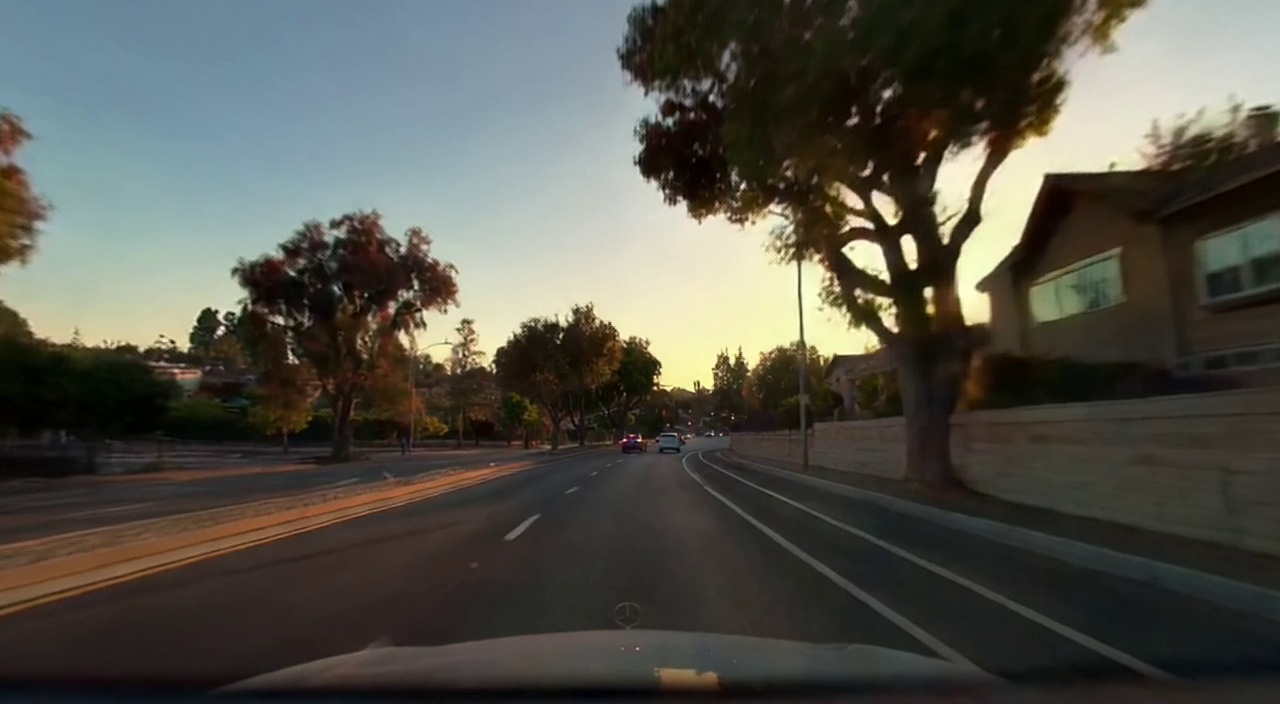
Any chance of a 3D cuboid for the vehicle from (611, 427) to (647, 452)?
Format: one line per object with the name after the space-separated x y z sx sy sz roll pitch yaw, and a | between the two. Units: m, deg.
-0.800 6.858 49.141 2.152 1.822 4.391 -1 -8 9 | vehicle
